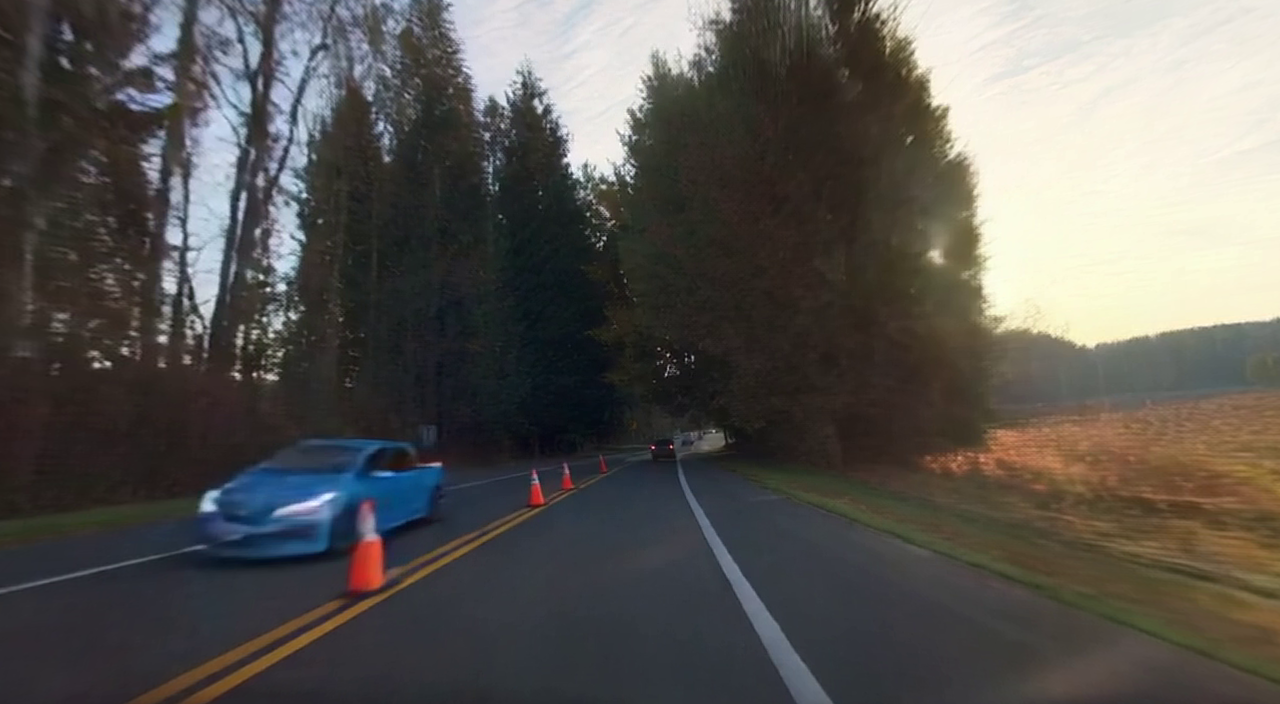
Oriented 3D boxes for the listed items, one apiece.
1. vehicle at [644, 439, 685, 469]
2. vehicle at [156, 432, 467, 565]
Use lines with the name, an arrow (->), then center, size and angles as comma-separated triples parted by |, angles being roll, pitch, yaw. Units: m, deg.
vehicle -> 1.339, 5.472, 33.921 | 2.042, 1.489, 3.963 | -1, -9, 3
vehicle -> -4.253, 1.953, 9.192 | 2.046, 1.451, 4.342 | -1, -9, 3
